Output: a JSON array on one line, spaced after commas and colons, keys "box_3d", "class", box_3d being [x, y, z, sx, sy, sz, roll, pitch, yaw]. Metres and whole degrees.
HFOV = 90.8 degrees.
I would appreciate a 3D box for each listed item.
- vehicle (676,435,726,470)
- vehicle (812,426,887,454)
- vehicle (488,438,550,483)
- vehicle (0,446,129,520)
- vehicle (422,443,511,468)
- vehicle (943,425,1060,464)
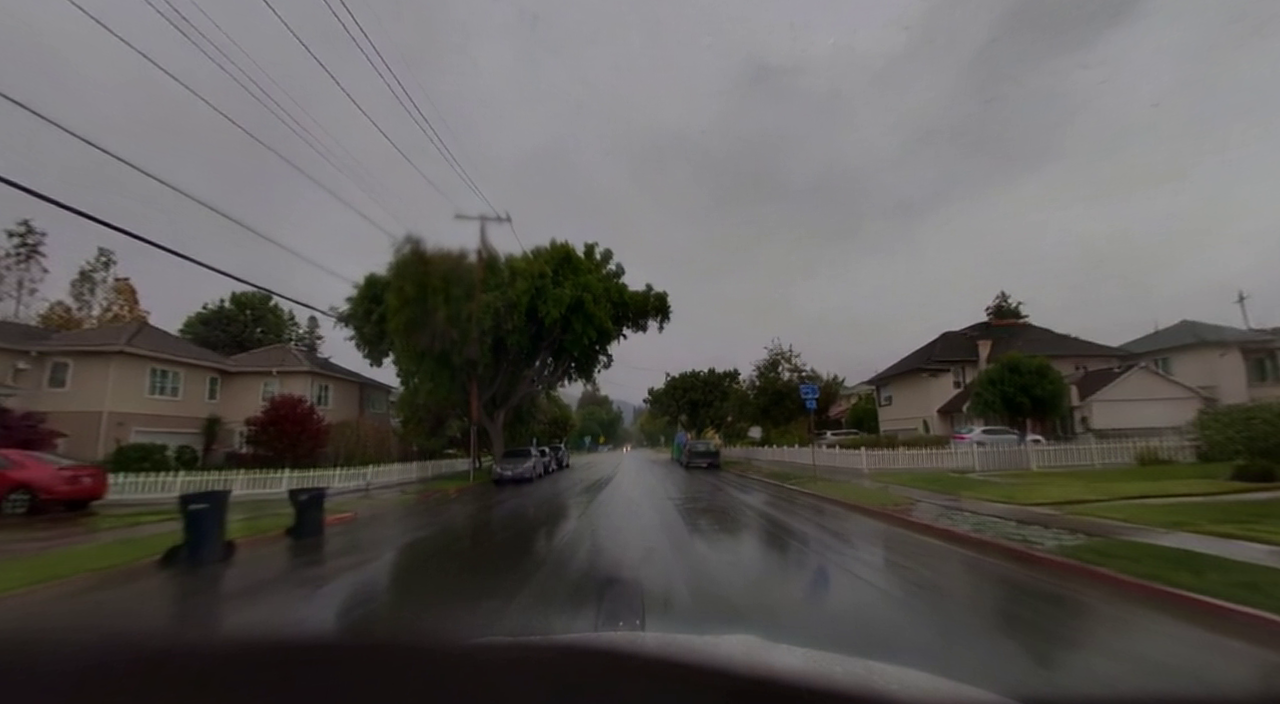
[{"box_3d": [3.670, 6.209, 39.270, 2.407, 1.948, 6.408, 0, -8, 0], "class": "vehicle"}, {"box_3d": [15.203, 6.428, 45.969, 4.612, 1.916, 2.159, 0, -9, -2], "class": "vehicle"}, {"box_3d": [-5.932, 5.323, 31.556, 2.050, 1.911, 4.852, -3, -7, 0], "class": "vehicle"}, {"box_3d": [-16.097, 3.282, 16.053, 4.402, 1.741, 1.951, 0, -9, -1], "class": "vehicle"}, {"box_3d": [-13.308, 7.978, 48.804, 6.224, 1.862, 2.312, 0, -8, 0], "class": "vehicle"}, {"box_3d": [17.268, 4.441, 30.373, 4.268, 1.788, 2.156, 0, -9, 1], "class": "vehicle"}]
